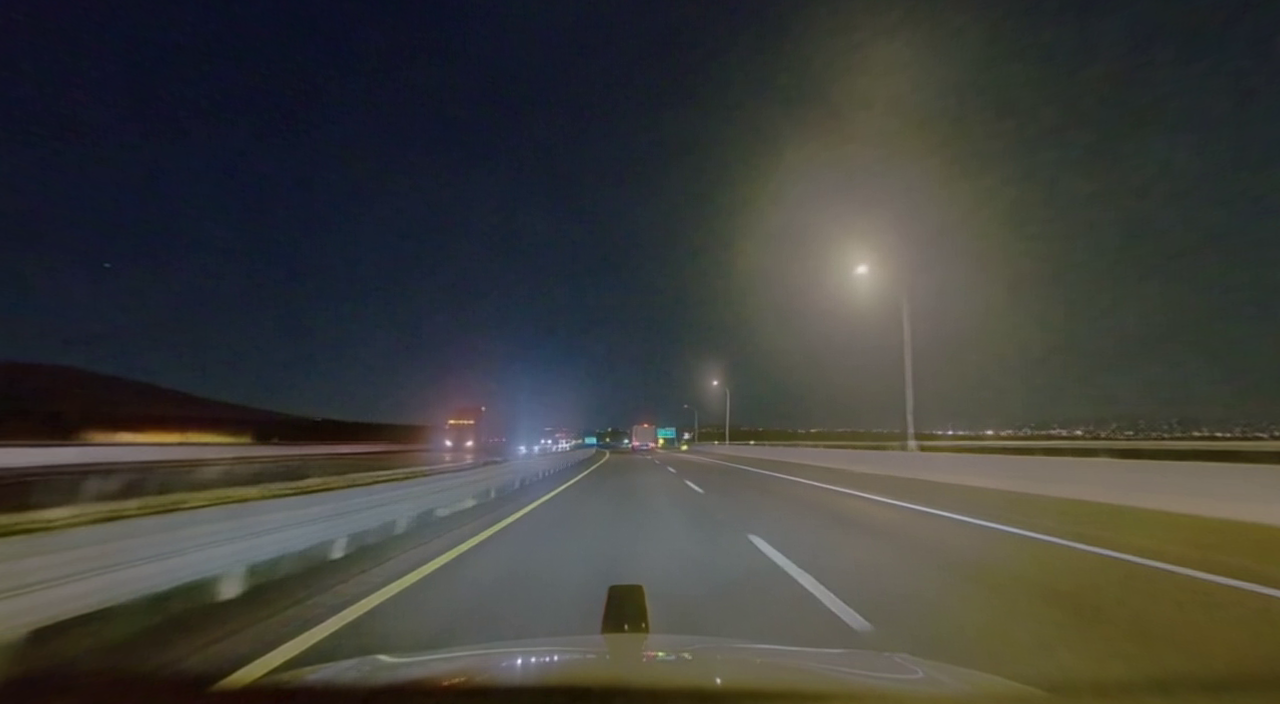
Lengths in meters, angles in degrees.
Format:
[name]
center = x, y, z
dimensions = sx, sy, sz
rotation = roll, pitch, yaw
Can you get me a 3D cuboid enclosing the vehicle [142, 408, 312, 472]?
[vehicle]
center = -11.849, 2.599, 18.466
dimensions = 2.006, 1.663, 4.316
rotation = 0, -8, 1
